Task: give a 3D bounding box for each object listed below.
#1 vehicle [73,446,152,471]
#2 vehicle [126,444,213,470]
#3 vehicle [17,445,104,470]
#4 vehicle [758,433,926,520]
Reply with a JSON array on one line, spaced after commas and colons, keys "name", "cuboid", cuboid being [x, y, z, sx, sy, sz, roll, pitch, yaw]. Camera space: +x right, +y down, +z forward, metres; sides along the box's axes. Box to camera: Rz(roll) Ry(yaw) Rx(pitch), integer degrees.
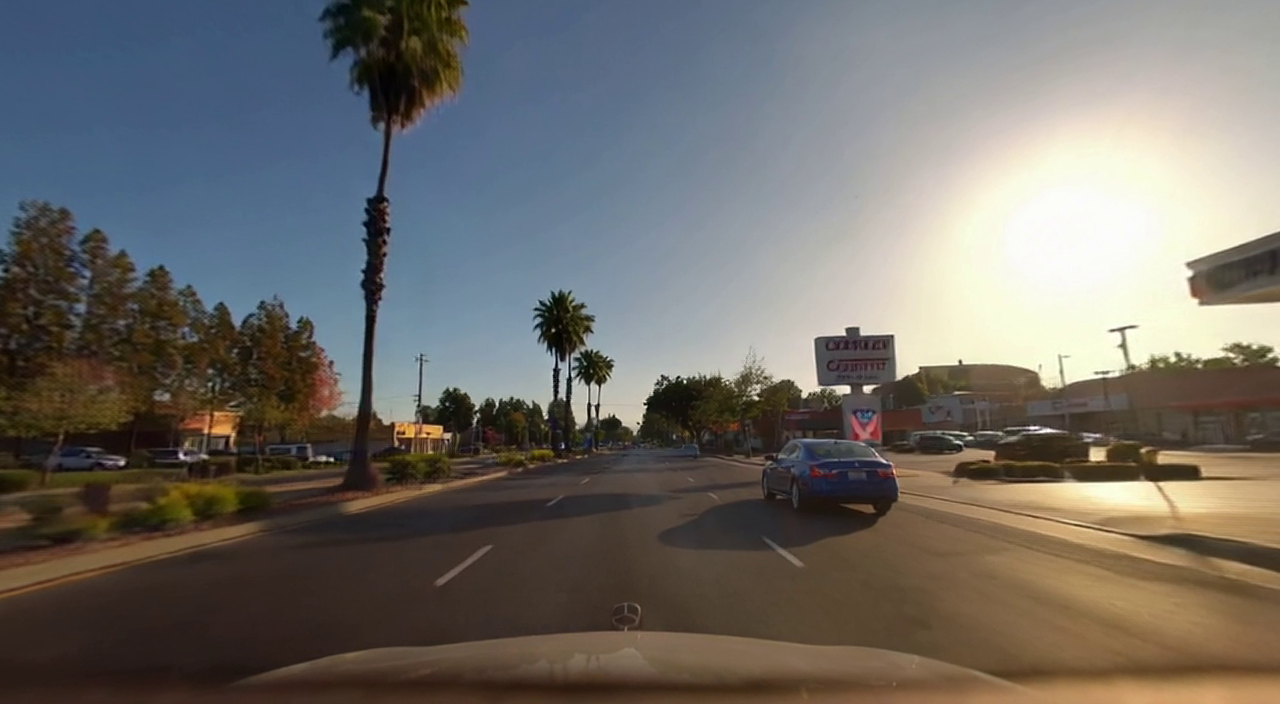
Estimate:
[{"name": "vehicle", "cuboid": [-37.379, 7.539, 44.920, 2.052, 1.645, 4.225, 0, -9, -2]}, {"name": "vehicle", "cuboid": [-33.343, 7.441, 44.975, 2.347, 1.610, 4.867, -1, -7, 1]}, {"name": "vehicle", "cuboid": [-40.971, 7.479, 44.823, 1.943, 1.625, 4.413, -1, -9, 0]}, {"name": "vehicle", "cuboid": [3.823, 2.404, 12.851, 1.978, 1.442, 4.262, 0, -8, 0]}]
